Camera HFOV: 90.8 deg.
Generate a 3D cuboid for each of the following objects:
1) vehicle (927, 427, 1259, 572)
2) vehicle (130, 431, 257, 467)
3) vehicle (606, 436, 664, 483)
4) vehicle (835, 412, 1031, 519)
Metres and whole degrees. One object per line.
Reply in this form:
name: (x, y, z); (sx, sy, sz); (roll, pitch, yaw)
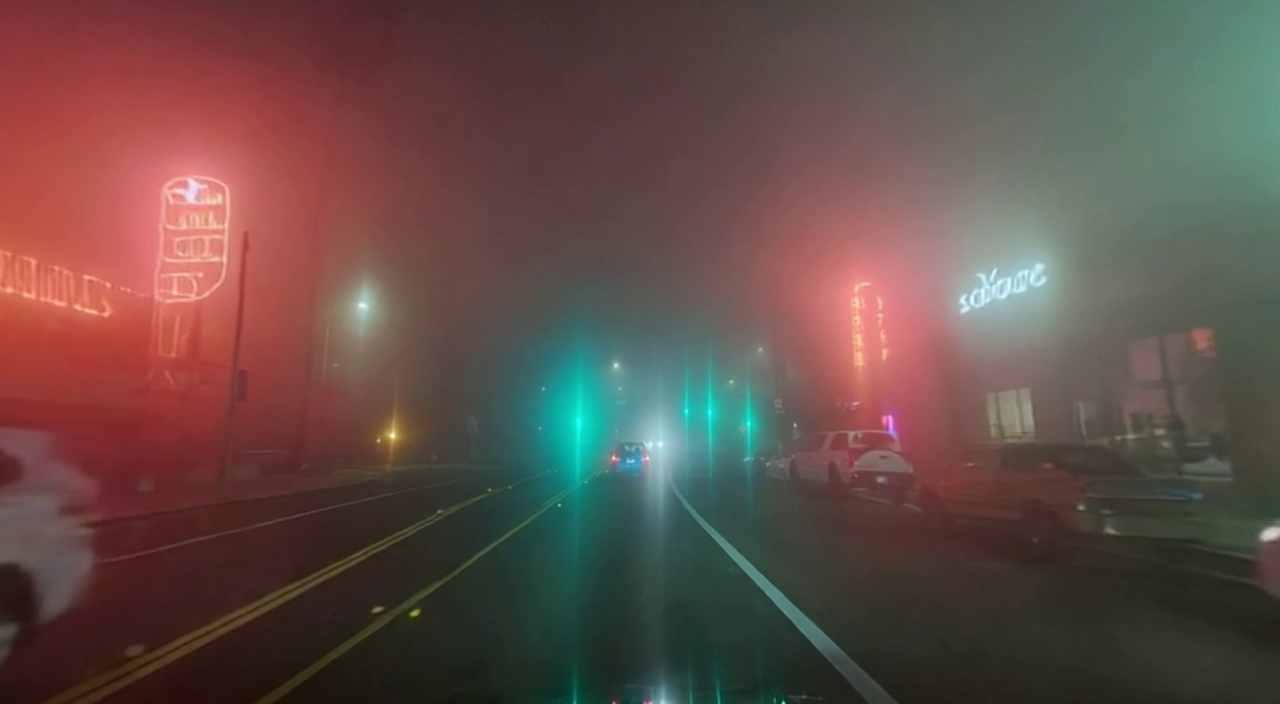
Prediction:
vehicle: (6.117, 1.992, 9.323); (1.747, 1.619, 4.157); (0, -8, -1)
vehicle: (-32.685, 7.099, 46.584); (2.562, 2.387, 6.989); (-4, -9, 30)
vehicle: (-0.227, 4.143, 24.678); (2.063, 1.664, 4.471); (0, -8, -1)
vehicle: (6.092, 2.426, 13.968); (2.008, 1.928, 4.774); (0, -8, 0)
